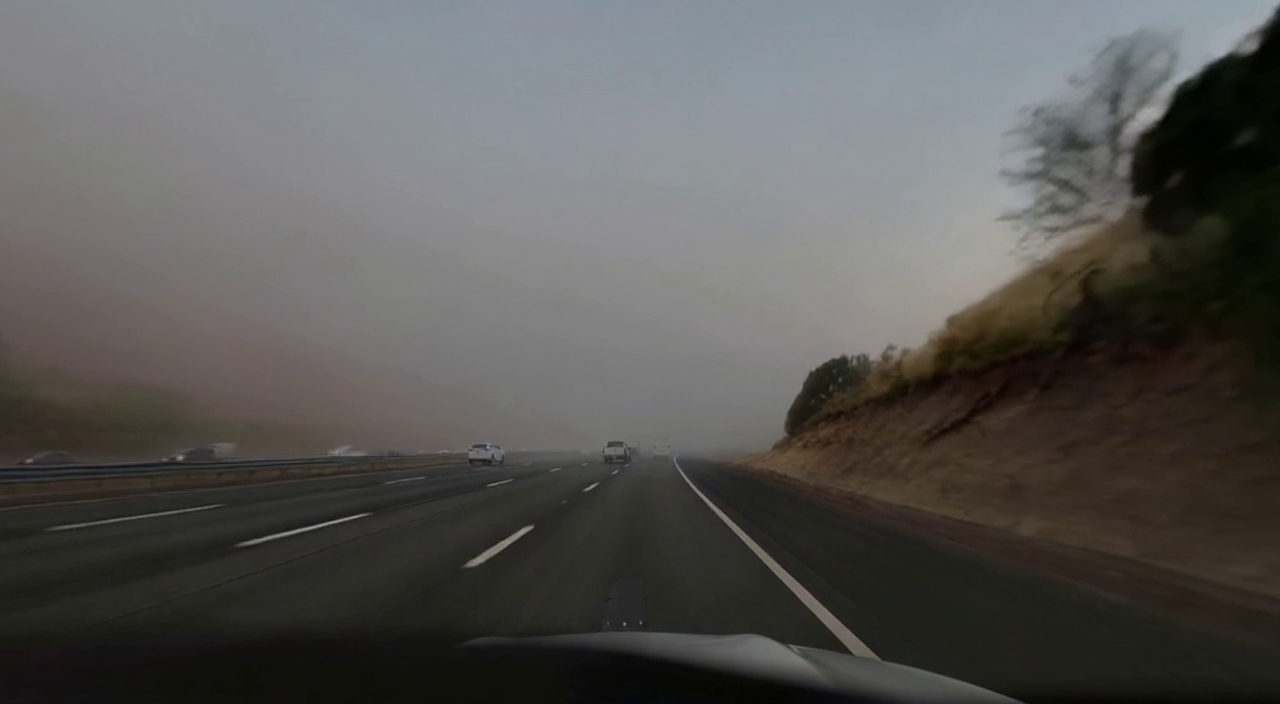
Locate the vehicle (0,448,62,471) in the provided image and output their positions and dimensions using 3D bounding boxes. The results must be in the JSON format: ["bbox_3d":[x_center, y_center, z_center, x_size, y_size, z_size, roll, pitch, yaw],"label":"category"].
[{"bbox_3d":[-45.096,7.770,45.774,1.761,1.520,4.689,-1,-8,1],"label":"vehicle"}]

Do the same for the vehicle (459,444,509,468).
[{"bbox_3d":[-10.021,6.703,40.831,1.927,1.454,4.395,-1,-8,3],"label":"vehicle"}]
